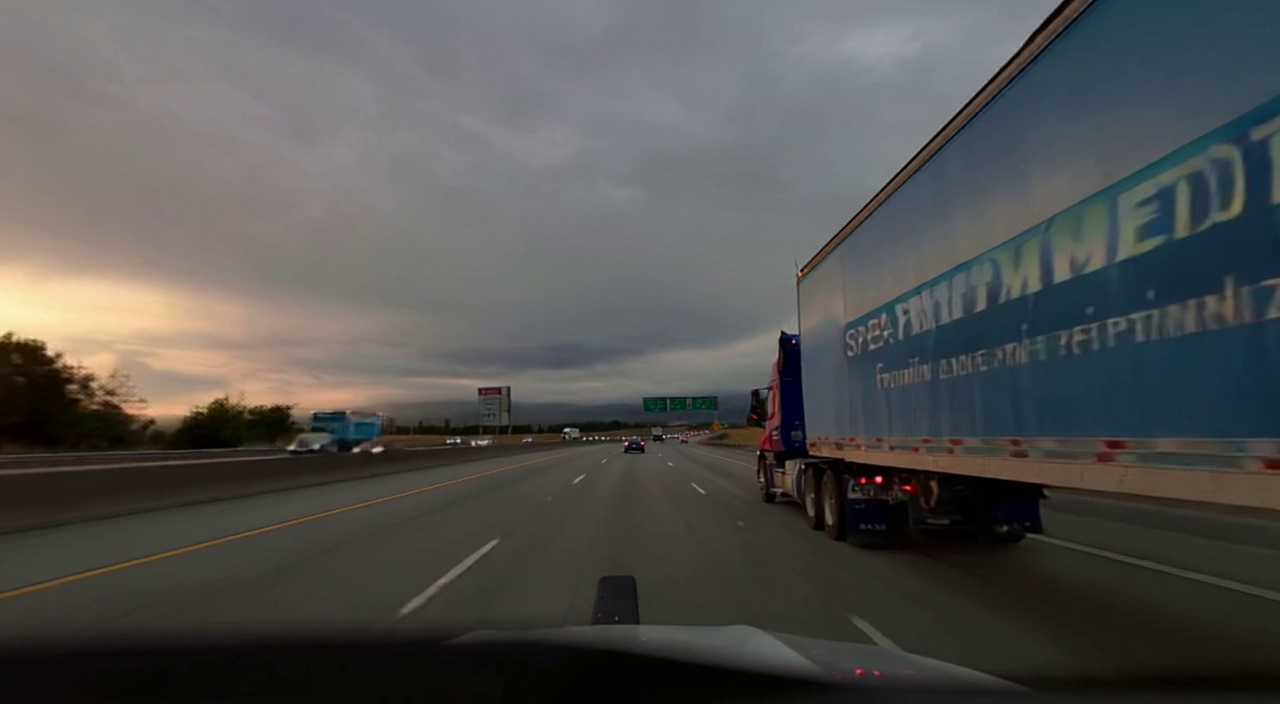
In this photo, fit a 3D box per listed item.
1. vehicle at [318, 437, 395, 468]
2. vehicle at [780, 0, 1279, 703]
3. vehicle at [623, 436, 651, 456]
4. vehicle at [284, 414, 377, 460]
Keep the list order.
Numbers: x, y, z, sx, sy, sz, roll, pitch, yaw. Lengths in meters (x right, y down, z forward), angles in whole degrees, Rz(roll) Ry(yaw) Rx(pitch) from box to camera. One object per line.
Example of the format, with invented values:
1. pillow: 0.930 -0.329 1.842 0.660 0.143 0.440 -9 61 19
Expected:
1. vehicle: -14.659 5.193 32.914 1.904 1.518 4.511 0 -8 0
2. vehicle: 3.756 -0.443 2.037 2.976 4.077 14.571 0 -8 -1
3. vehicle: -0.233 7.372 49.484 2.140 1.475 3.969 0 -8 0
4. vehicle: -22.305 6.212 45.965 2.663 3.057 7.746 -1 -8 2
